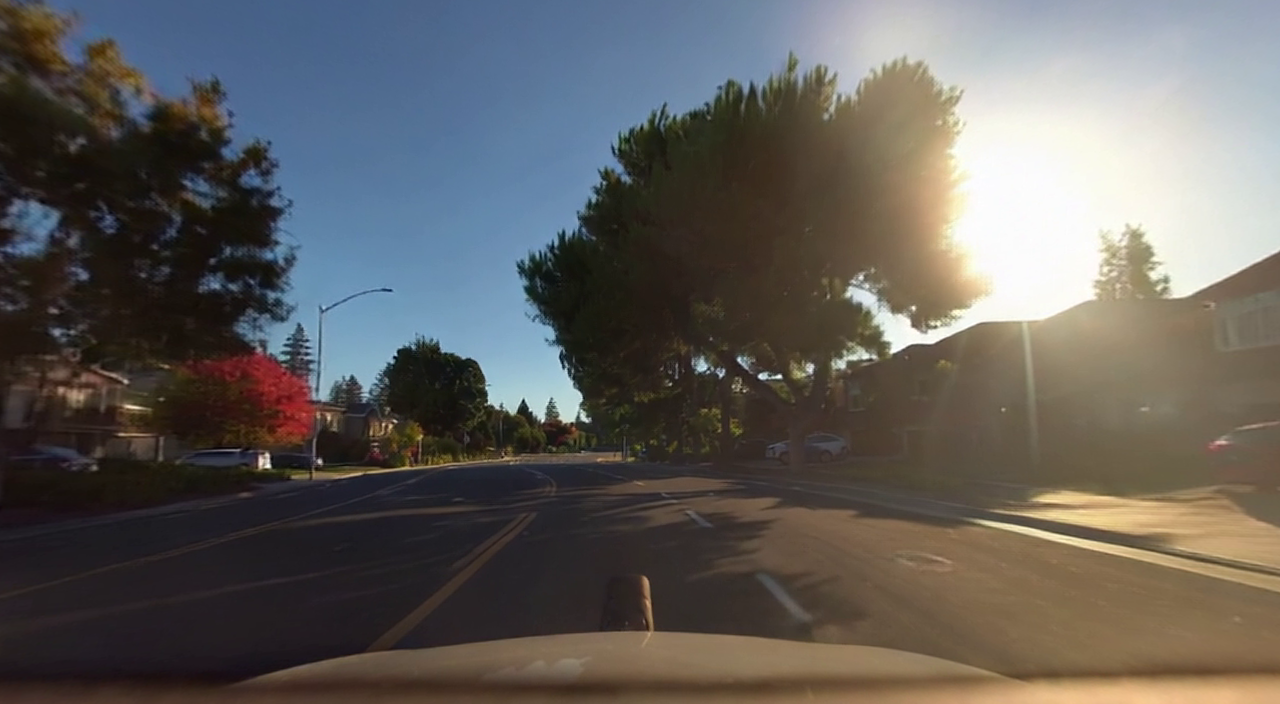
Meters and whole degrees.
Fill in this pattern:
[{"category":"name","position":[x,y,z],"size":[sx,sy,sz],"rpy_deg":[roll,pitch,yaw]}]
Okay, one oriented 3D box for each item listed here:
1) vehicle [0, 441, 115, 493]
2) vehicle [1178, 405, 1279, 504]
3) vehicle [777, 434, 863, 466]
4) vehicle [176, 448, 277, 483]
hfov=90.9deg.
[{"category":"vehicle","position":[-23.064,4.346,23.991],"size":[4.128,1.861,1.959],"rpy_deg":[2,-9,-12]},{"category":"vehicle","position":[14.835,1.938,12.948],"size":[5.283,1.863,2.150],"rpy_deg":[-4,-9,4]},{"category":"vehicle","position":[11.196,6.137,39.485],"size":[4.693,1.764,2.265],"rpy_deg":[-3,-9,5]},{"category":"vehicle","position":[-22.093,6.063,33.861],"size":[3.899,1.729,2.064],"rpy_deg":[1,-9,-9]}]
